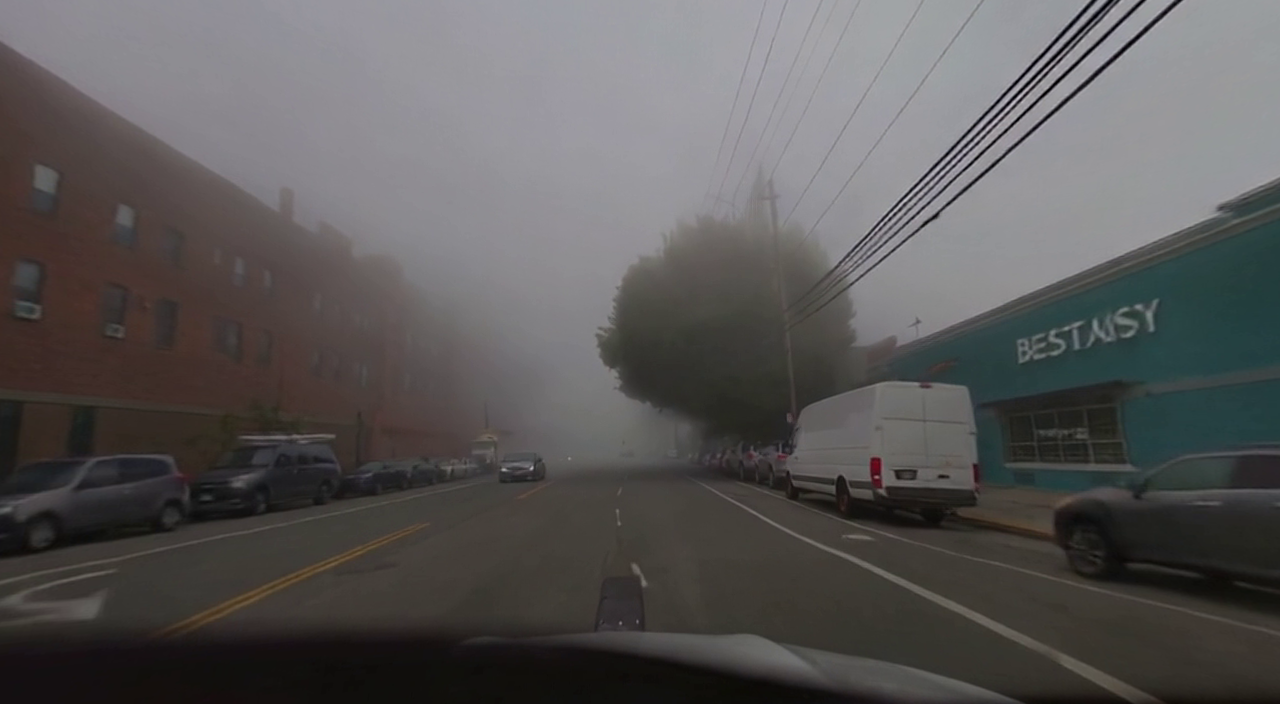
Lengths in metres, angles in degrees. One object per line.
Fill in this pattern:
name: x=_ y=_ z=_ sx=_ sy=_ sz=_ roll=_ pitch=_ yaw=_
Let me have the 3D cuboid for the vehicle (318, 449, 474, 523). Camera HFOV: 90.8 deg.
vehicle: x=-5.558 y=3.083 z=15.119 sx=1.845 sy=1.469 sz=4.413 roll=-1 pitch=-9 yaw=2

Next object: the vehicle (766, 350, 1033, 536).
vehicle: x=5.250 y=2.135 z=14.801 sx=2.815 sy=3.203 sz=7.558 roll=0 pitch=-9 yaw=-1

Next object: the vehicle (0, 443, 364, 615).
vehicle: x=-5.334 y=1.924 z=7.896 sx=1.807 sy=1.494 sz=4.464 roll=0 pitch=-9 yaw=-1

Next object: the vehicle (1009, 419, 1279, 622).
vehicle: x=6.091 y=1.521 z=6.122 sx=1.963 sy=1.646 sz=4.204 roll=1 pitch=-9 yaw=-10

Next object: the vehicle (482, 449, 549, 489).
vehicle: x=-5.086 y=4.820 z=26.387 sx=1.925 sy=1.479 sz=4.444 roll=0 pitch=-9 yaw=0
